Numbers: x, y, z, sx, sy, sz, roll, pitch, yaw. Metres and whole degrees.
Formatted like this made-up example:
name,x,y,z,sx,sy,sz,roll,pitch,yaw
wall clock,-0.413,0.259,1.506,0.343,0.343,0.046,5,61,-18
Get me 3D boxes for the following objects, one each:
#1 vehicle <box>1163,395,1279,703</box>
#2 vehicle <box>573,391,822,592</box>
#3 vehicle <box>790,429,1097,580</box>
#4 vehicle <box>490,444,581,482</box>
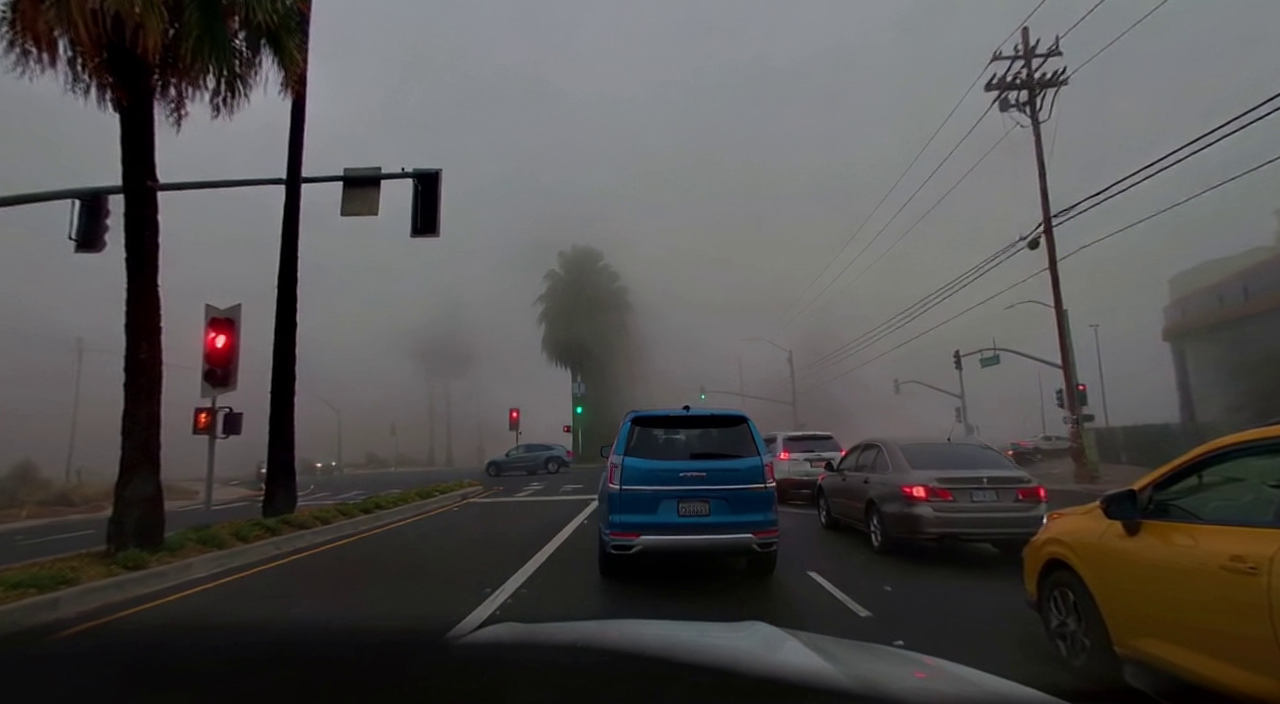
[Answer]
name,x,y,z,sx,sy,sz,roll,pitch,yaw
vehicle,3.359,0.656,0.715,1.805,1.485,4.348,0,-9,1
vehicle,0.453,1.573,7.867,2.228,1.780,4.269,0,-9,-2
vehicle,3.498,1.824,8.371,1.895,1.456,4.255,0,-9,-1
vehicle,-4.926,5.116,29.372,4.415,1.628,1.964,-9,-12,44
